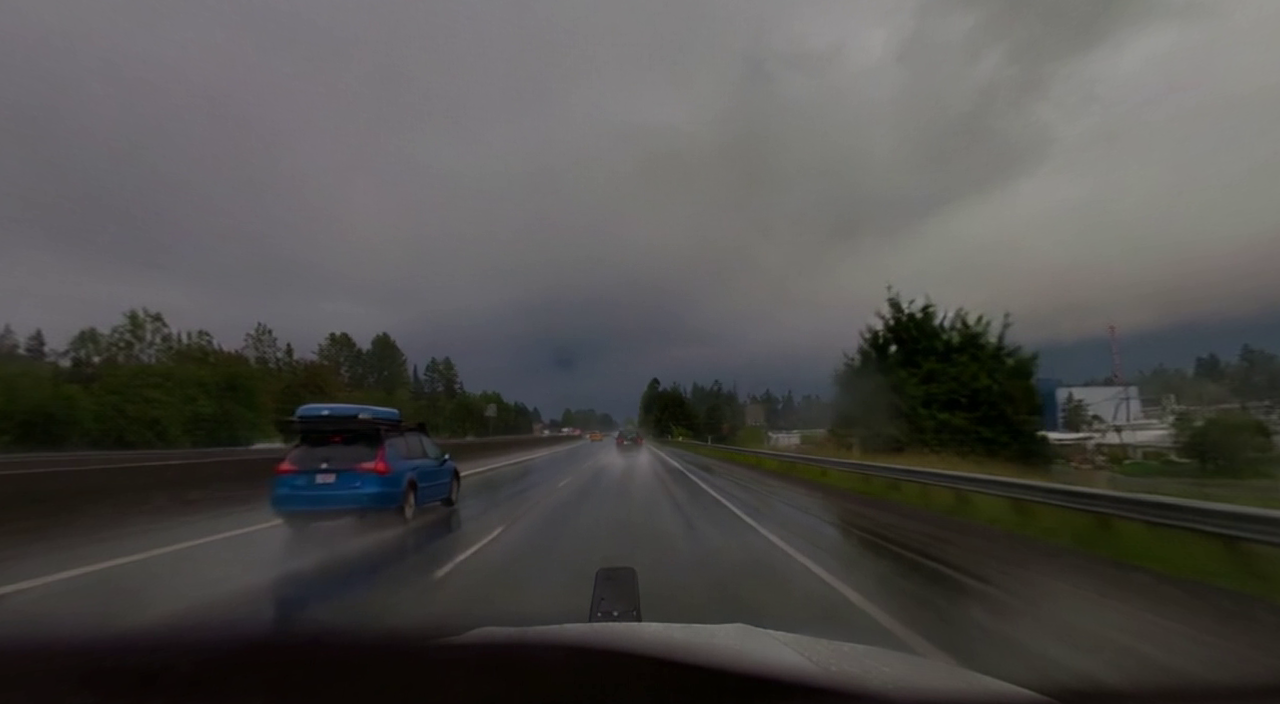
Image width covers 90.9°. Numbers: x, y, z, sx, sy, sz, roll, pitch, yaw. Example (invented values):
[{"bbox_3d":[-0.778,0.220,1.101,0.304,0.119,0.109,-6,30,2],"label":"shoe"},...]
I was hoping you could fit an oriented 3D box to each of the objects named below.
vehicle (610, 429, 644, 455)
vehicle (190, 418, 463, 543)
[{"bbox_3d":[-0.822,5.913,41.324,2.151,1.618,3.898,0,-8,-1],"label":"vehicle"},{"bbox_3d":[-4.658,1.953,10.409,2.189,1.580,4.607,0,-8,-1],"label":"vehicle"}]
